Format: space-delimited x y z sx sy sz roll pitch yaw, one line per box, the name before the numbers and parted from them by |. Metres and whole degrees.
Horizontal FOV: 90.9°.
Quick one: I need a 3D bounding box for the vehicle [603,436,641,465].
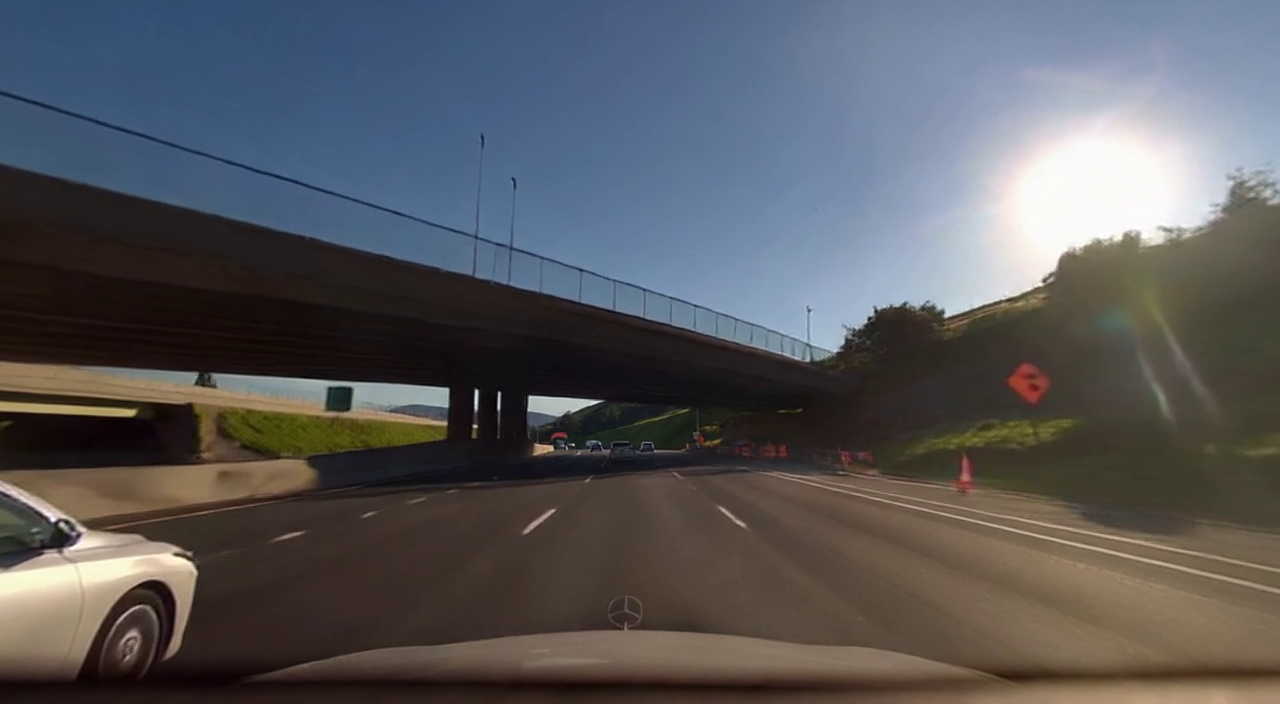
vehicle | -1.247 6.480 41.742 2.328 1.805 4.502 0 -8 -4
